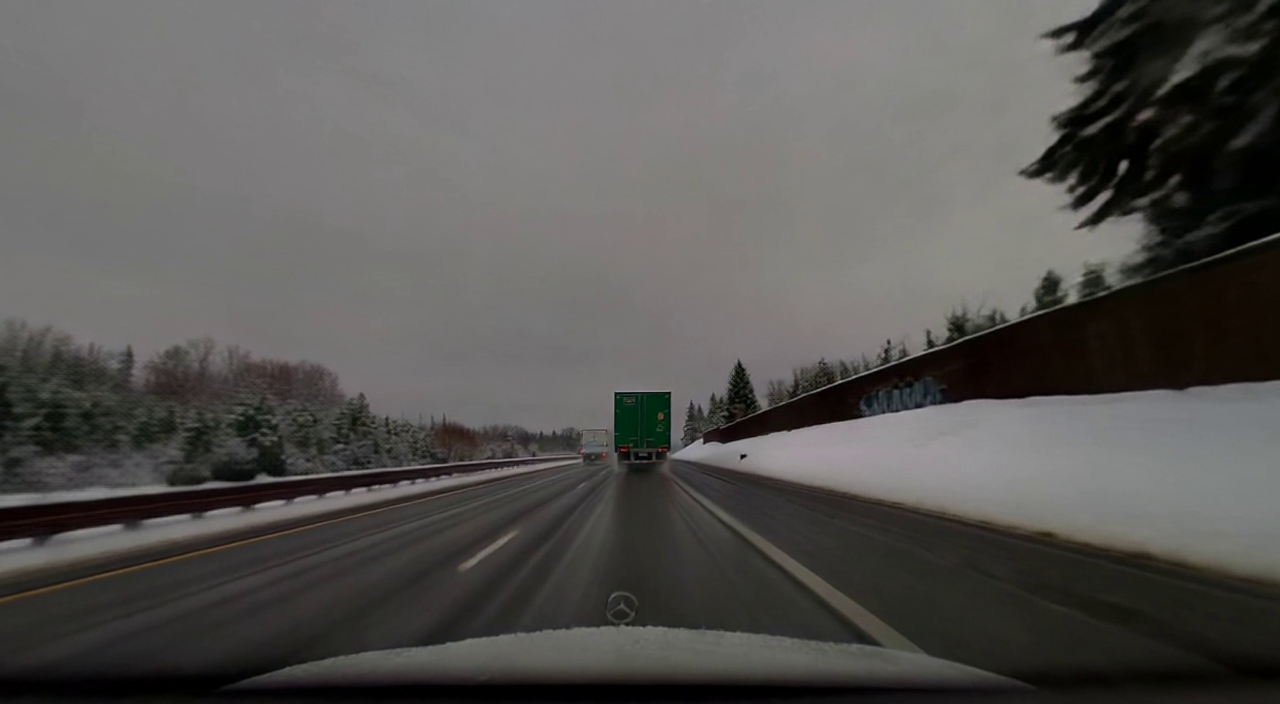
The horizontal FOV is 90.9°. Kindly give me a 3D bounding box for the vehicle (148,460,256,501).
[{"bbox_3d":[-17.148,5.001,24.874,1.725,1.422,3.480,0,-9,0],"label":"vehicle"}]

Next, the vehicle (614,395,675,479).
[{"bbox_3d":[0.124,4.826,35.040,2.900,3.955,10.151,0,-9,-1],"label":"vehicle"}]
